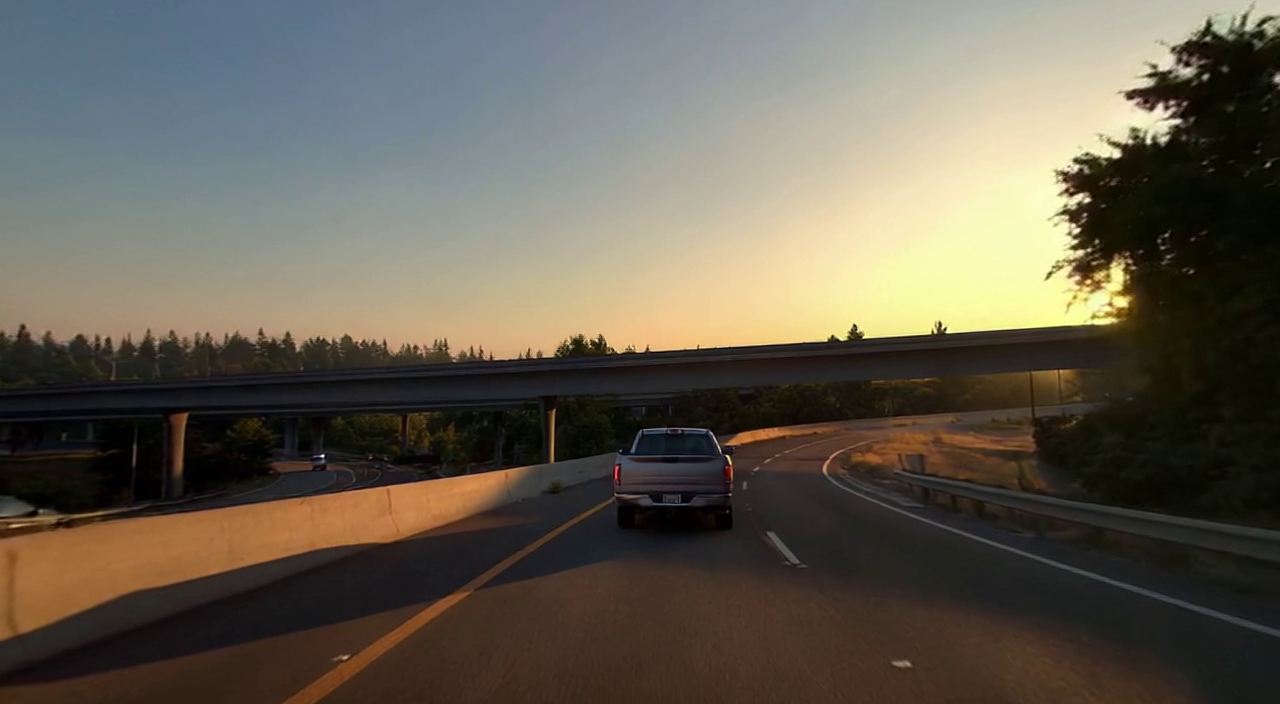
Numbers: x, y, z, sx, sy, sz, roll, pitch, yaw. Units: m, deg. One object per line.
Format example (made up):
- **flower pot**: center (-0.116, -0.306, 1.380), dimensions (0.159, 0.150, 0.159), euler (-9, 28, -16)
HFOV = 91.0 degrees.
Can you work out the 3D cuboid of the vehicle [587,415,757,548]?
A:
- **vehicle**: center (0.595, 2.030, 10.562), dimensions (2.235, 1.716, 4.435), euler (-1, -9, 5)
